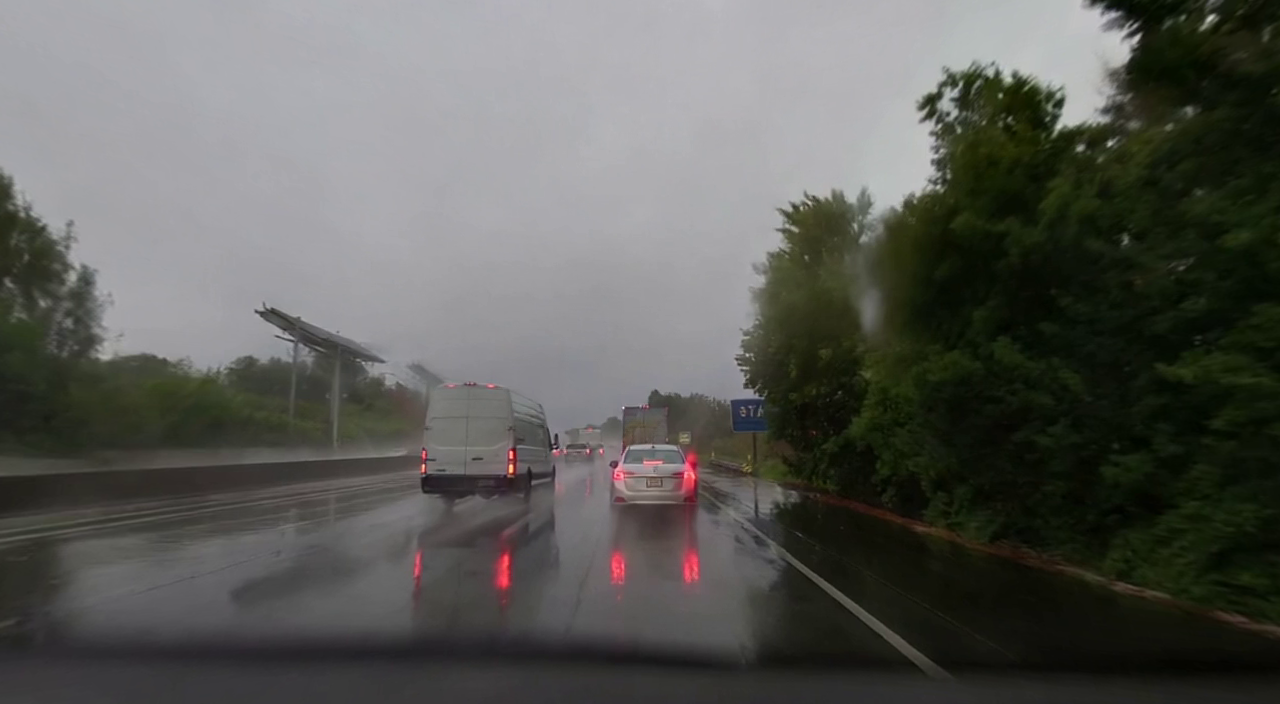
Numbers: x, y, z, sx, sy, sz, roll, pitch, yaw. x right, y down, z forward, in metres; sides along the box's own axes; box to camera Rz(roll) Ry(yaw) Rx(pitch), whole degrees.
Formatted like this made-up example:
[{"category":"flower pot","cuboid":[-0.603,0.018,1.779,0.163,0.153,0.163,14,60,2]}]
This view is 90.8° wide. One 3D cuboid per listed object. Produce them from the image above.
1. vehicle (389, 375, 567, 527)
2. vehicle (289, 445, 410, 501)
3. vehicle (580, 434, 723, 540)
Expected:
[{"category":"vehicle","cuboid":[-3.329,2.303,14.873,2.289,2.757,6.726,0,-9,1]},{"category":"vehicle","cuboid":[-8.524,3.546,18.869,1.876,1.482,3.539,0,-9,1]},{"category":"vehicle","cuboid":[0.143,2.226,10.940,2.063,1.507,3.488,0,-9,-1]}]
